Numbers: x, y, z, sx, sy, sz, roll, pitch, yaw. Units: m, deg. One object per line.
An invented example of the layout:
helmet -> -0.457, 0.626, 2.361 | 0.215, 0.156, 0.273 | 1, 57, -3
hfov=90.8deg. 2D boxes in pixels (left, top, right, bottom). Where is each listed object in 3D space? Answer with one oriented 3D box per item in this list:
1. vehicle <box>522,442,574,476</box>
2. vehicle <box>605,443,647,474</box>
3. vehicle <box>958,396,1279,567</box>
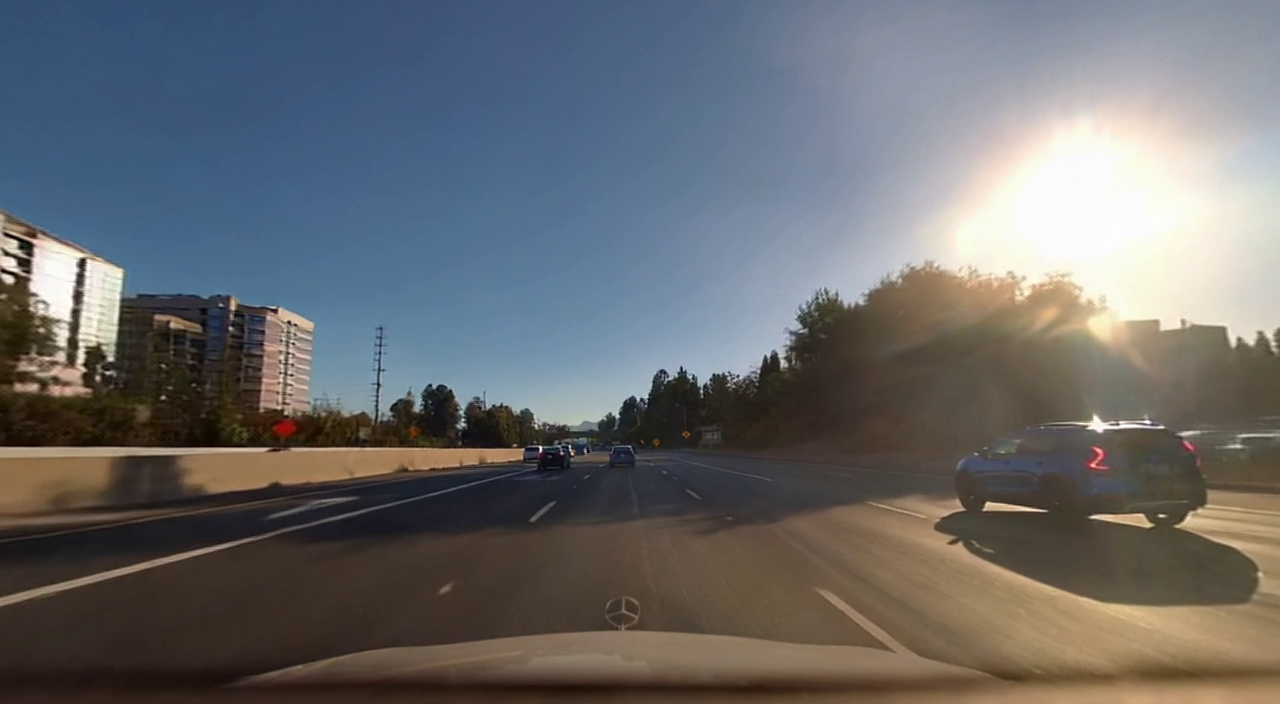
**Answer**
vehicle -> -4.358, 5.130, 30.578 | 1.886, 1.465, 4.625 | 0, -9, 0
vehicle -> -0.745, 5.442, 32.464 | 1.997, 1.485, 4.094 | 0, -9, -2
vehicle -> 6.955, 1.731, 9.185 | 2.028, 1.801, 4.741 | 0, -9, -2
